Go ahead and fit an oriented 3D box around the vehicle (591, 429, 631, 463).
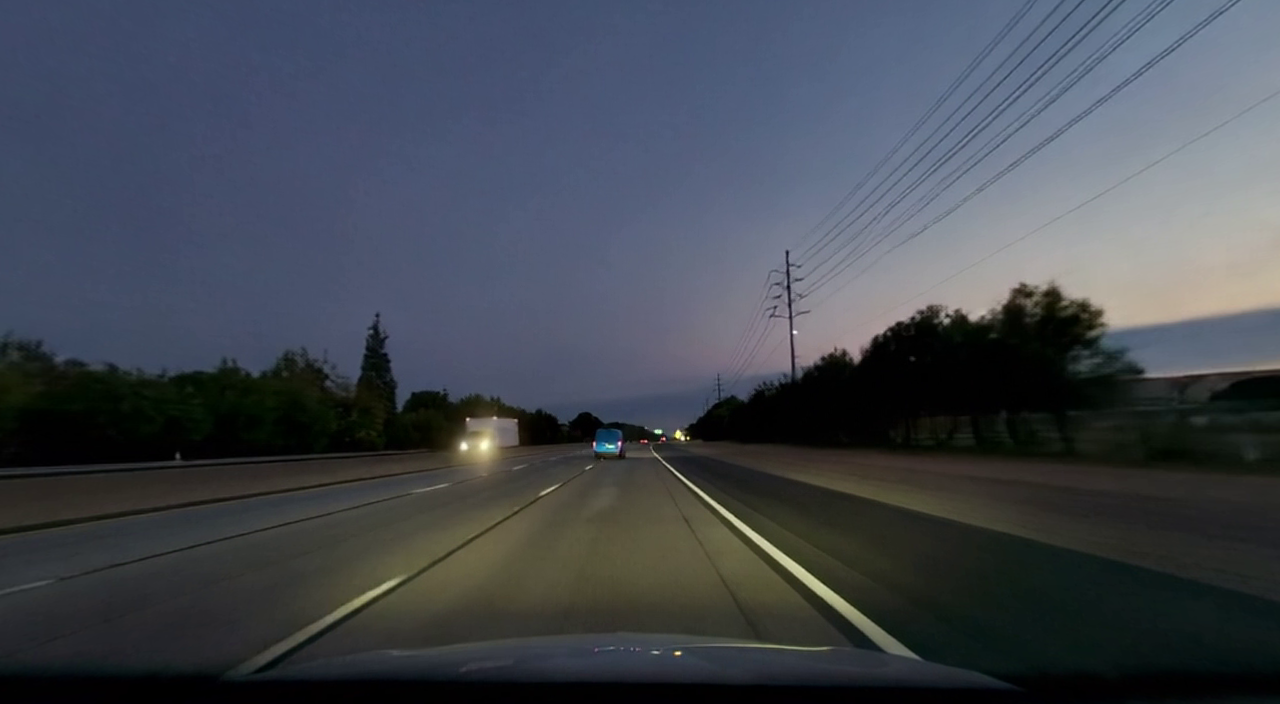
[{"bbox_3d":[-1.647,5.478,36.868,2.041,1.856,4.353,0,-8,1],"label":"vehicle"}]
